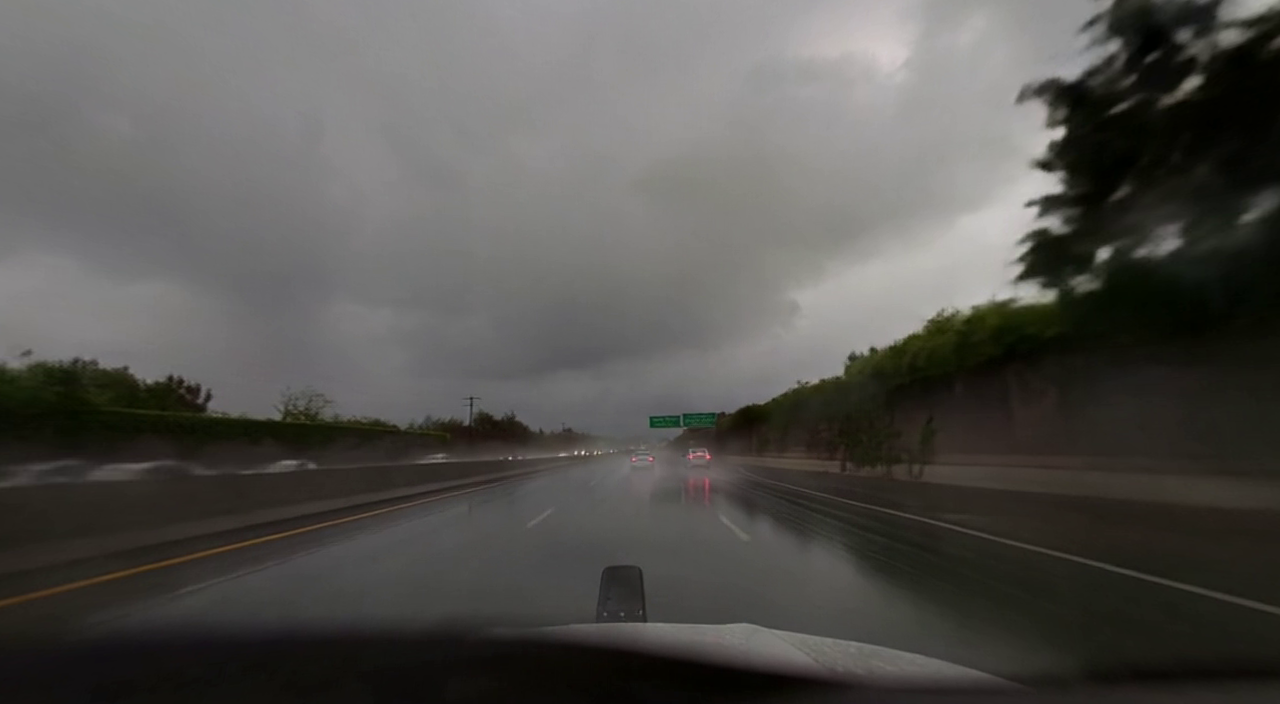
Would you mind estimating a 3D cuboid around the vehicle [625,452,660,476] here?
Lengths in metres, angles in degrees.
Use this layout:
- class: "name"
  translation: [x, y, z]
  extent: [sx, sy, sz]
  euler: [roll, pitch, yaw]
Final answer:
- class: "vehicle"
  translation: [0.143, 6.987, 39.596]
  extent: [2.065, 1.400, 4.028]
  euler: [0, -9, -1]

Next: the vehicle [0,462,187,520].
- class: "vehicle"
  translation: [-16.847, 4.224, 19.669]
  extent: [1.860, 1.495, 4.658]
  euler: [0, -9, 1]

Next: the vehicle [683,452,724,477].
- class: "vehicle"
  translation: [3.571, 6.440, 36.187]
  extent: [1.883, 1.320, 3.386]
  euler: [0, -9, -2]

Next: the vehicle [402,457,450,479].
- class: "vehicle"
  translation: [-15.930, 8.670, 47.220]
  extent: [1.919, 1.473, 4.498]
  euler: [-1, -9, 2]

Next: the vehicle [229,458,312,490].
- class: "vehicle"
  translation: [-20.710, 6.842, 35.554]
  extent: [2.050, 1.644, 4.292]
  euler: [0, -9, 0]
